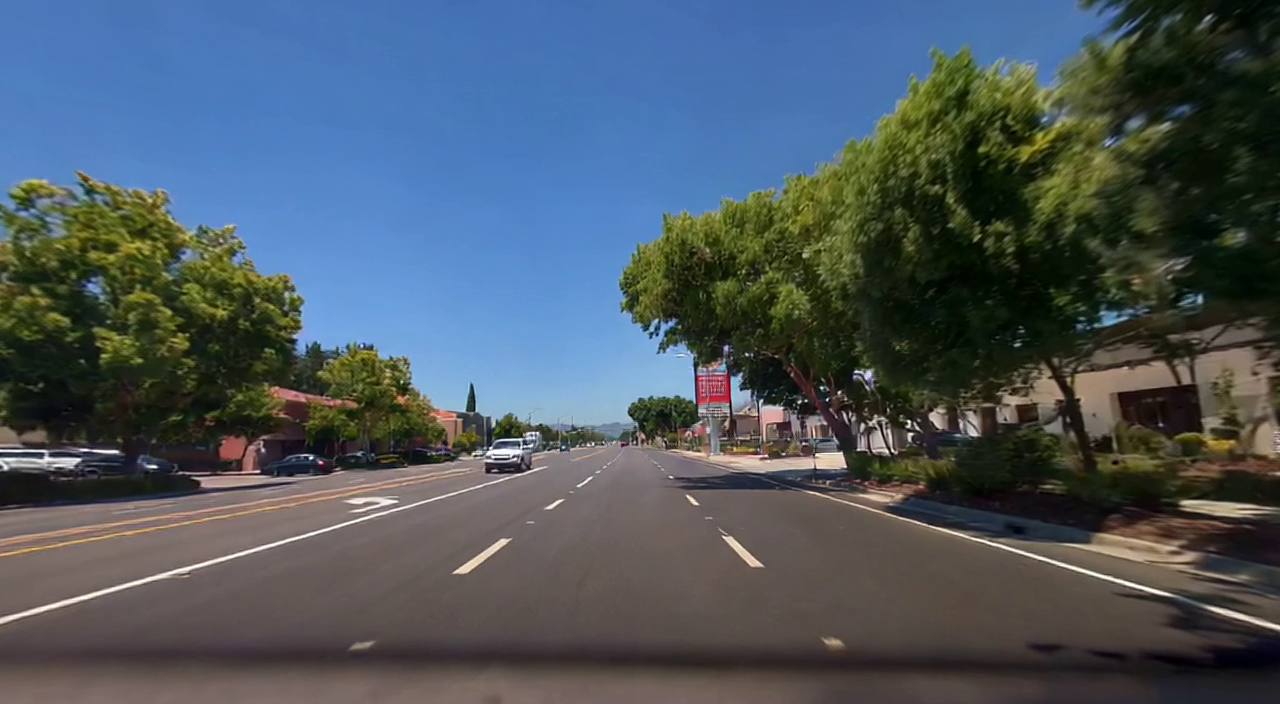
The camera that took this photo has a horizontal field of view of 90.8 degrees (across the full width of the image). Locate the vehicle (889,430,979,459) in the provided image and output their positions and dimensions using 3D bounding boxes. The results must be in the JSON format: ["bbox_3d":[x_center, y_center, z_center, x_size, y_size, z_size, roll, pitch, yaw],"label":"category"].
[{"bbox_3d":[16.663,5.233,35.781,4.647,1.514,1.891,4,-9,-23],"label":"vehicle"}]

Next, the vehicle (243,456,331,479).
[{"bbox_3d":[-23.270,7.617,41.770,4.578,1.448,1.904,0,-8,-2],"label":"vehicle"}]

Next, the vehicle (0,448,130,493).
[{"bbox_3d":[-30.451,6.152,33.288,2.271,1.965,5.778,-3,-7,0],"label":"vehicle"}]

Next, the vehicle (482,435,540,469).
[{"bbox_3d":[-7.826,6.106,38.917,2.452,1.905,6.188,0,-8,-2],"label":"vehicle"}]
